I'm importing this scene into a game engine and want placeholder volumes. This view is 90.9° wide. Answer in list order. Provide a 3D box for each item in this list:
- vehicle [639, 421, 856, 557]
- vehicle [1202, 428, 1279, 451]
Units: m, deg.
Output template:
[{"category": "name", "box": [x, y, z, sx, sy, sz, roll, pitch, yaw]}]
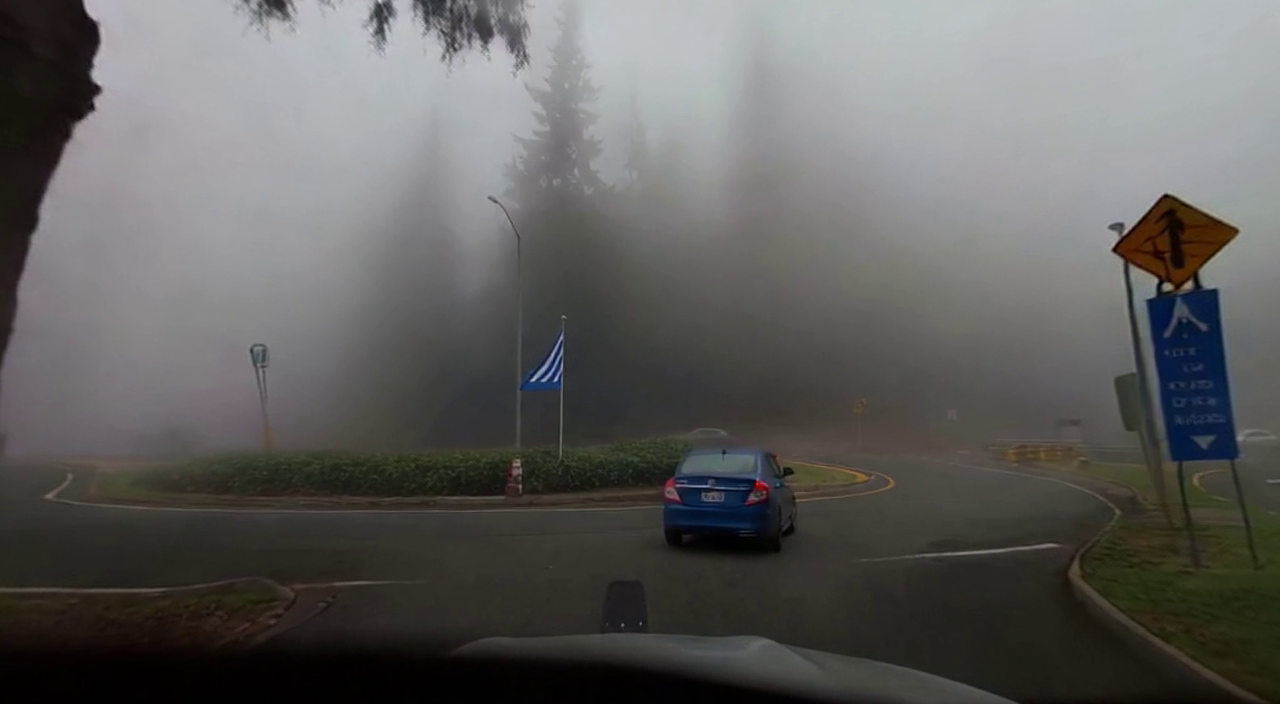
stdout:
[{"category": "vehicle", "box": [1.874, 1.991, 9.836, 2.078, 1.607, 4.010, -5, -10, 29]}, {"category": "vehicle", "box": [44.131, 6.433, 46.071, 4.045, 1.569, 1.781, -2, -9, 10]}]
